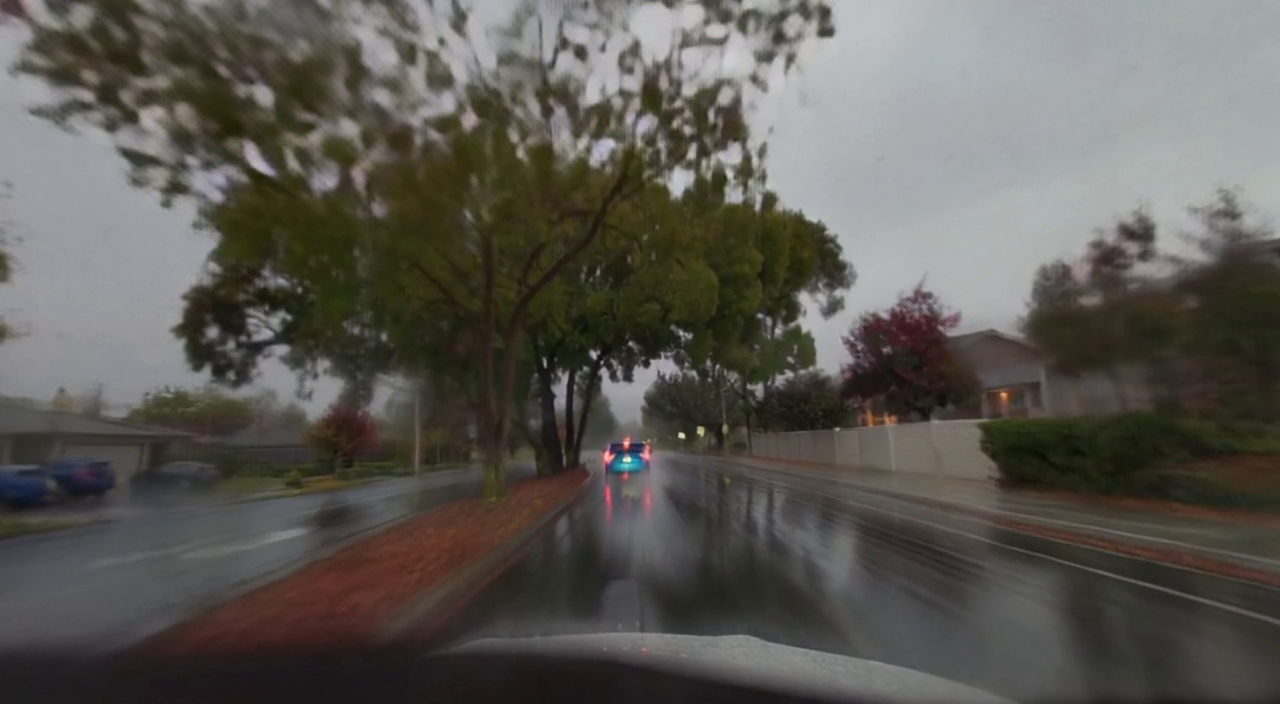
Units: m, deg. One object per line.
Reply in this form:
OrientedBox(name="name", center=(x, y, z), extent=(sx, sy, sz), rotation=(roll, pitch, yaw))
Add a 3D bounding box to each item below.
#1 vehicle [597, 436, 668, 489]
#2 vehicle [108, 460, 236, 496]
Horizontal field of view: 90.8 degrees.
OrientedBox(name="vehicle", center=(-0.240, 3.755, 21.801), extent=(2.181, 1.639, 4.127), rotation=(0, -9, 0))
OrientedBox(name="vehicle", center=(-21.620, 5.817, 29.323), extent=(4.366, 1.526, 1.921), rotation=(0, -9, 0))
